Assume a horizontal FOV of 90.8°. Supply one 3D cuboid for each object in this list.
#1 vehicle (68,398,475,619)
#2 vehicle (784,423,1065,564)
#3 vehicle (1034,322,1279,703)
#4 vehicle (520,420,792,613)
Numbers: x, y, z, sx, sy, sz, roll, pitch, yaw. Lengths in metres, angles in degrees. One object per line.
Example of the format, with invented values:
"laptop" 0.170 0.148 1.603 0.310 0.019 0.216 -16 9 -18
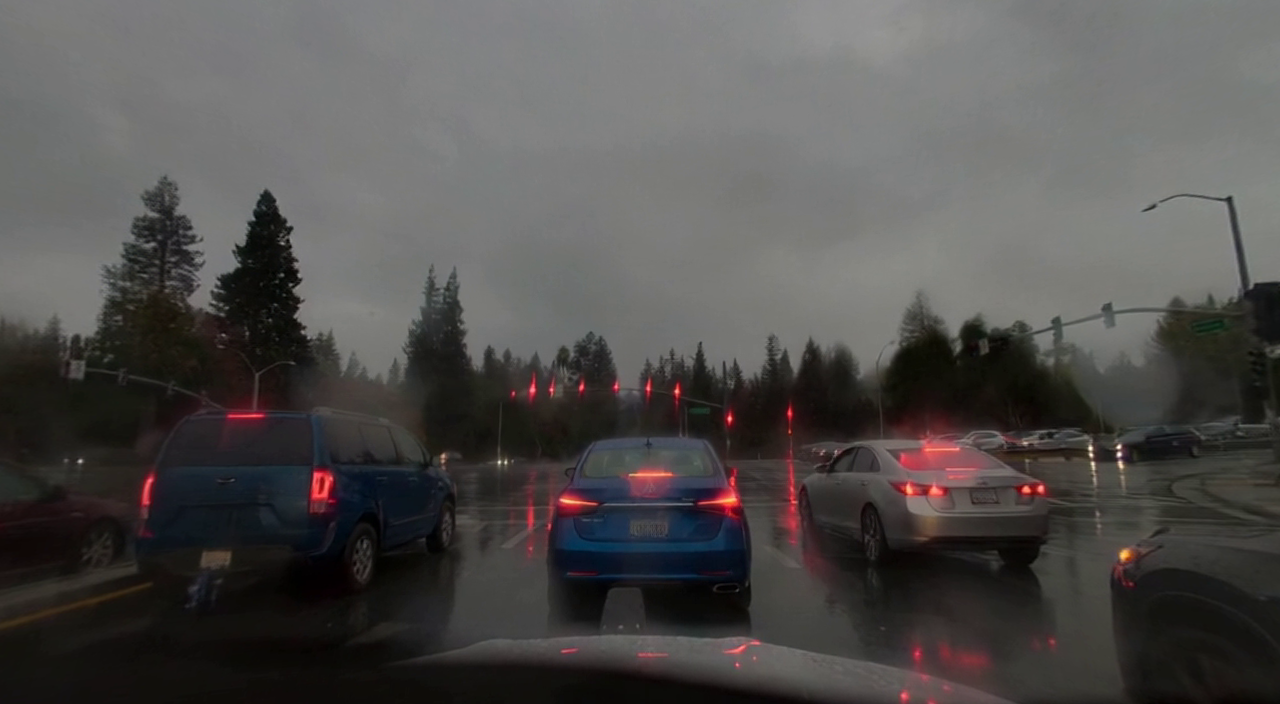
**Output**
"vehicle" -3.410 1.532 7.070 1.958 1.693 4.242 0 -9 0
"vehicle" 3.539 1.841 8.978 1.874 1.487 4.404 0 -9 -1
"vehicle" 3.238 0.613 1.178 2.178 1.691 4.314 0 -9 0
"vehicle" 0.068 1.592 7.027 2.114 1.482 4.056 0 -9 -2
